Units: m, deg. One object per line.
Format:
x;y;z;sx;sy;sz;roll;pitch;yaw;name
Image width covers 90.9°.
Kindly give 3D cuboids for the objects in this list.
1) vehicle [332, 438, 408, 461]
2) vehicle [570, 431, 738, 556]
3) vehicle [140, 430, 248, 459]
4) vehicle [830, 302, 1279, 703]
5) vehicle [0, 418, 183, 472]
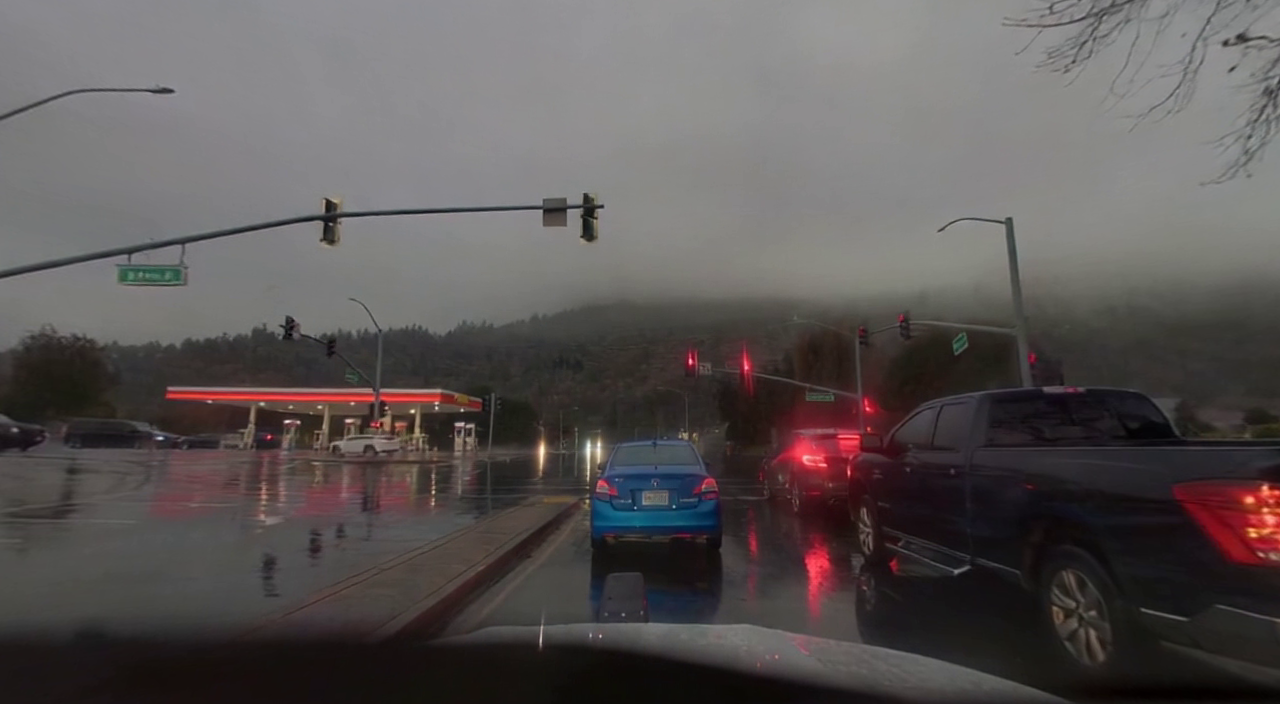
-18.356;6.610;42.878;4.528;1.460;1.963;4;-10;-28;vehicle
0.165;2.000;9.608;2.027;1.494;3.824;0;-8;0;vehicle
-23.258;4.840;32.964;4.326;1.420;1.798;-1;-8;4;vehicle
3.533;1.107;4.734;2.277;1.871;6.143;0;-8;0;vehicle
-18.743;3.162;21.538;4.742;1.720;2.107;-1;-8;6;vehicle
